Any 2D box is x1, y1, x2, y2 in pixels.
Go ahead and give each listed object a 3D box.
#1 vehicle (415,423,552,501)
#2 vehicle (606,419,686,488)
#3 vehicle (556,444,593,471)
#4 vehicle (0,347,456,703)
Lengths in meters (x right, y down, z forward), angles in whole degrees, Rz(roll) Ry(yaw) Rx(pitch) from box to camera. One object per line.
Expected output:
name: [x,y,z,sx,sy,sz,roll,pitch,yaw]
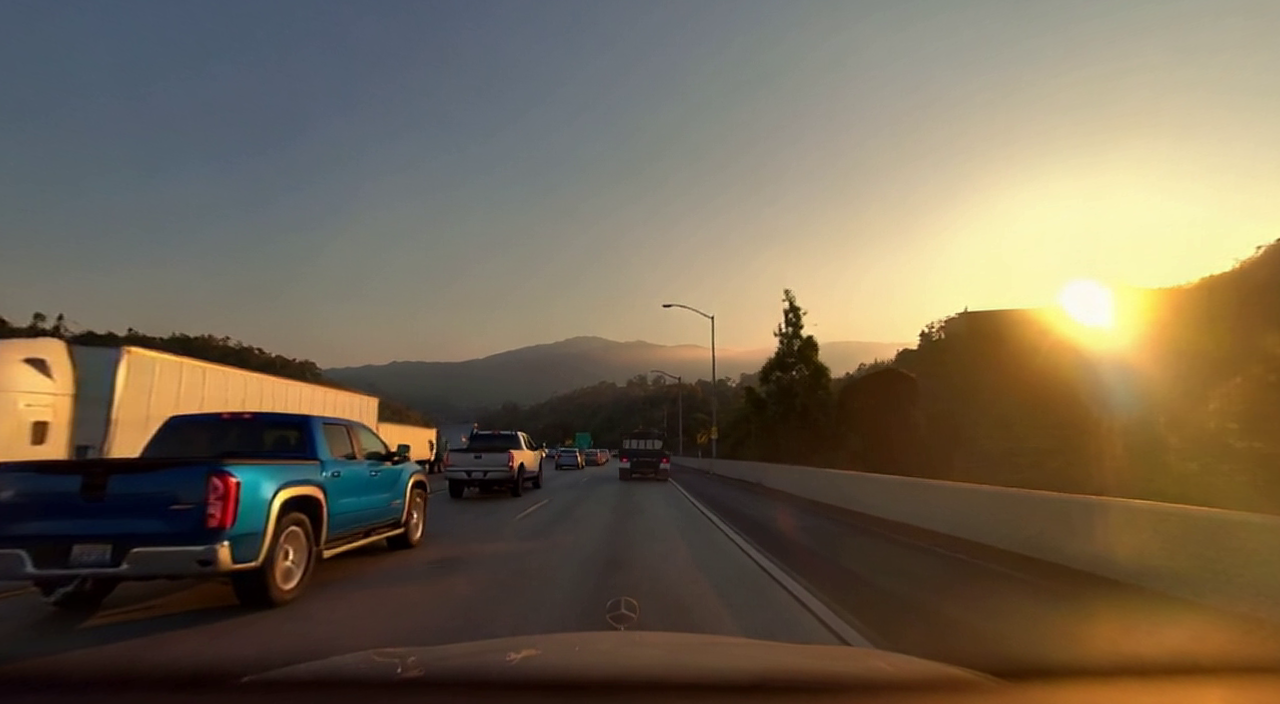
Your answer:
vehicle: [-4.379,3.221,18.987,2.575,1.958,5.730,0,-9,1]
vehicle: [0.081,4.246,26.741,2.886,2.471,7.692,0,-8,-2]
vehicle: [-4.895,7.989,48.072,2.329,1.859,4.823,0,-9,0]
vehicle: [-3.587,1.261,5.658,2.303,1.835,5.044,0,-8,0]
